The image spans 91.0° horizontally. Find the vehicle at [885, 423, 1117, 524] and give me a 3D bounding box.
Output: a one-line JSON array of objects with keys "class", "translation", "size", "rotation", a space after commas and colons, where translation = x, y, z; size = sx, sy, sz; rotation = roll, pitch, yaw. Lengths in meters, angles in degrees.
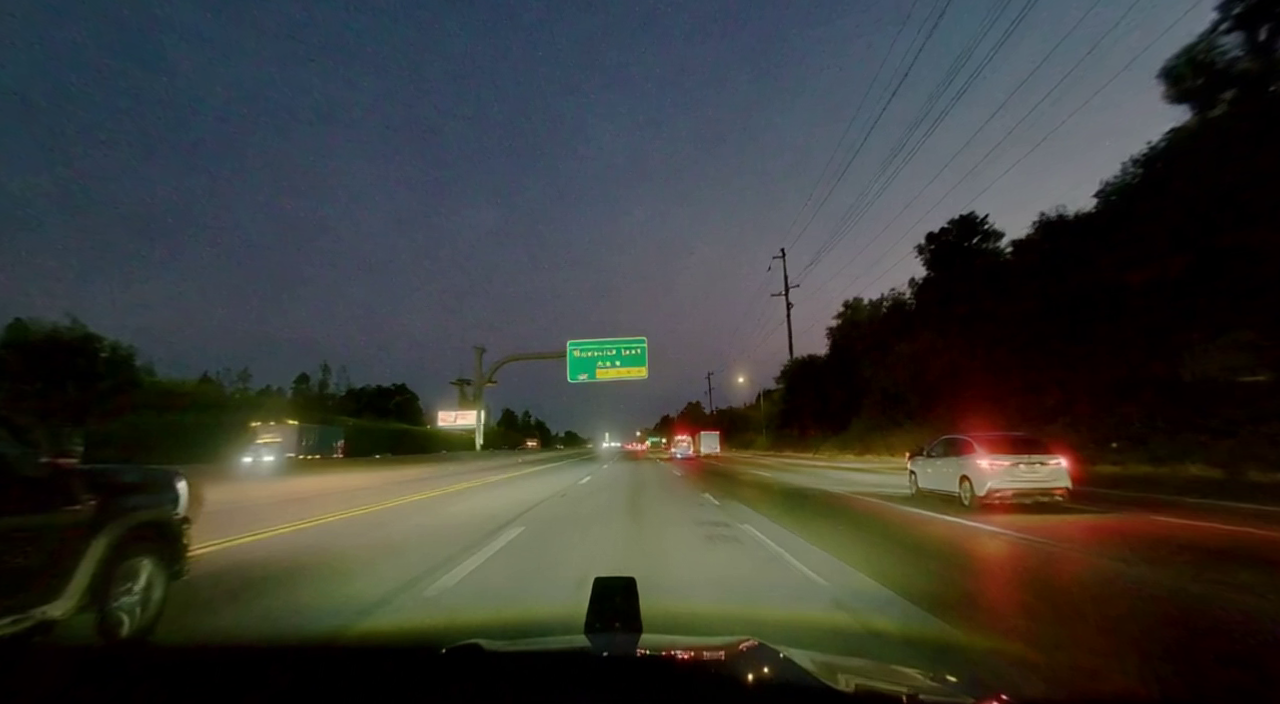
[{"class": "vehicle", "translation": [6.806, 2.325, 12.592], "size": [1.976, 1.646, 4.370], "rotation": [0, -8, -1]}]

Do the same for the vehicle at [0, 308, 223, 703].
[{"class": "vehicle", "translation": [-4.557, 0.578, 1.745], "size": [2.508, 2.023, 6.176], "rotation": [0, -8, 1]}]

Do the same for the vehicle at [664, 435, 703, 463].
[{"class": "vehicle", "translation": [3.330, 7.571, 49.269], "size": [2.484, 2.024, 5.265], "rotation": [0, -8, -1]}]
